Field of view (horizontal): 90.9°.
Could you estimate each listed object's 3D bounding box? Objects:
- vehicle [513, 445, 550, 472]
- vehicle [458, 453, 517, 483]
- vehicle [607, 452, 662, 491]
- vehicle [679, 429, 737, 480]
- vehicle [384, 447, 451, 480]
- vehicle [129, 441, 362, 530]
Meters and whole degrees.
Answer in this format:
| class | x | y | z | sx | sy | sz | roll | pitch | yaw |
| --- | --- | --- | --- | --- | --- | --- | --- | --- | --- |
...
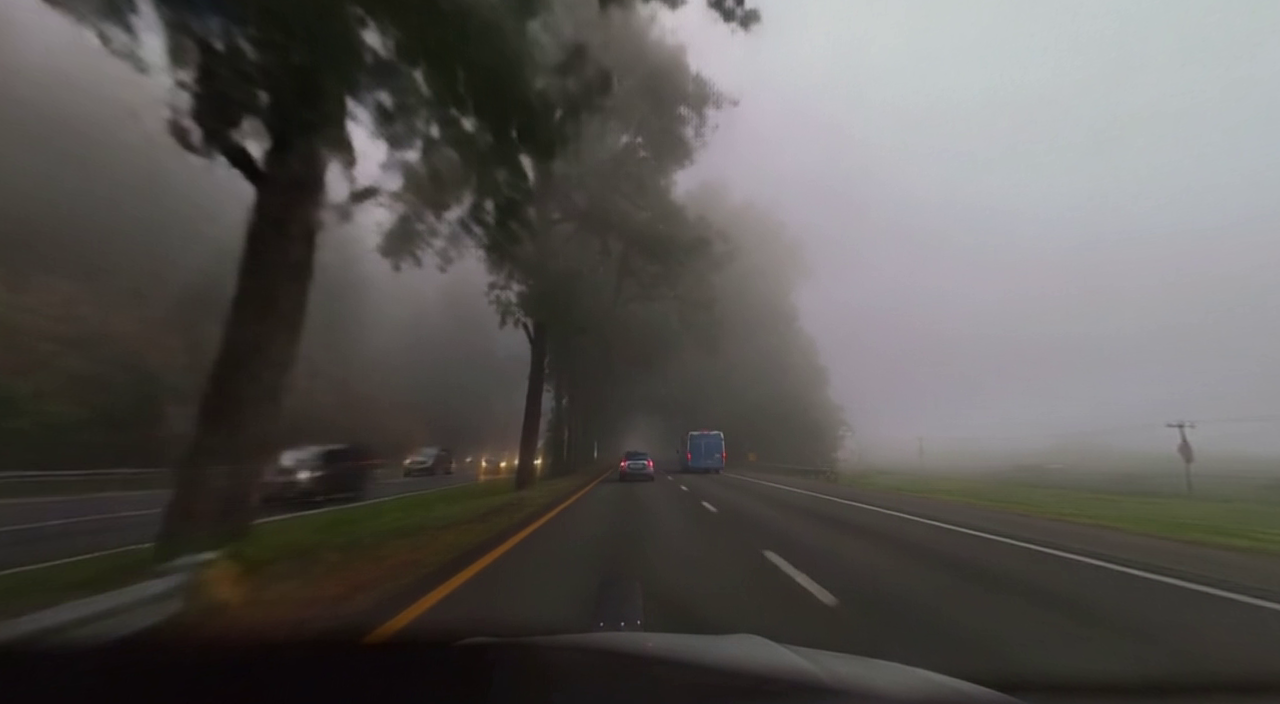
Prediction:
| class | x | y | z | sx | sy | sz | roll | pitch | yaw |
| --- | --- | --- | --- | --- | --- | --- | --- | --- | --- |
| vehicle | -8.110 | 8.015 | 47.514 | 2.023 | 1.871 | 4.993 | 0 | -9 | -1 |
| vehicle | -7.696 | 5.895 | 32.182 | 1.970 | 1.383 | 4.178 | 0 | -9 | 0 |
| vehicle | -0.196 | 4.772 | 25.518 | 2.037 | 1.417 | 3.885 | 0 | -9 | 0 |
| vehicle | 3.713 | 5.836 | 35.904 | 2.513 | 2.633 | 5.930 | 0 | -9 | -1 |
| vehicle | -11.977 | 6.014 | 34.203 | 2.074 | 1.614 | 4.220 | 0 | -9 | 0 |
| vehicle | -7.598 | 2.591 | 12.804 | 1.898 | 1.464 | 4.386 | 0 | -9 | 0 |
